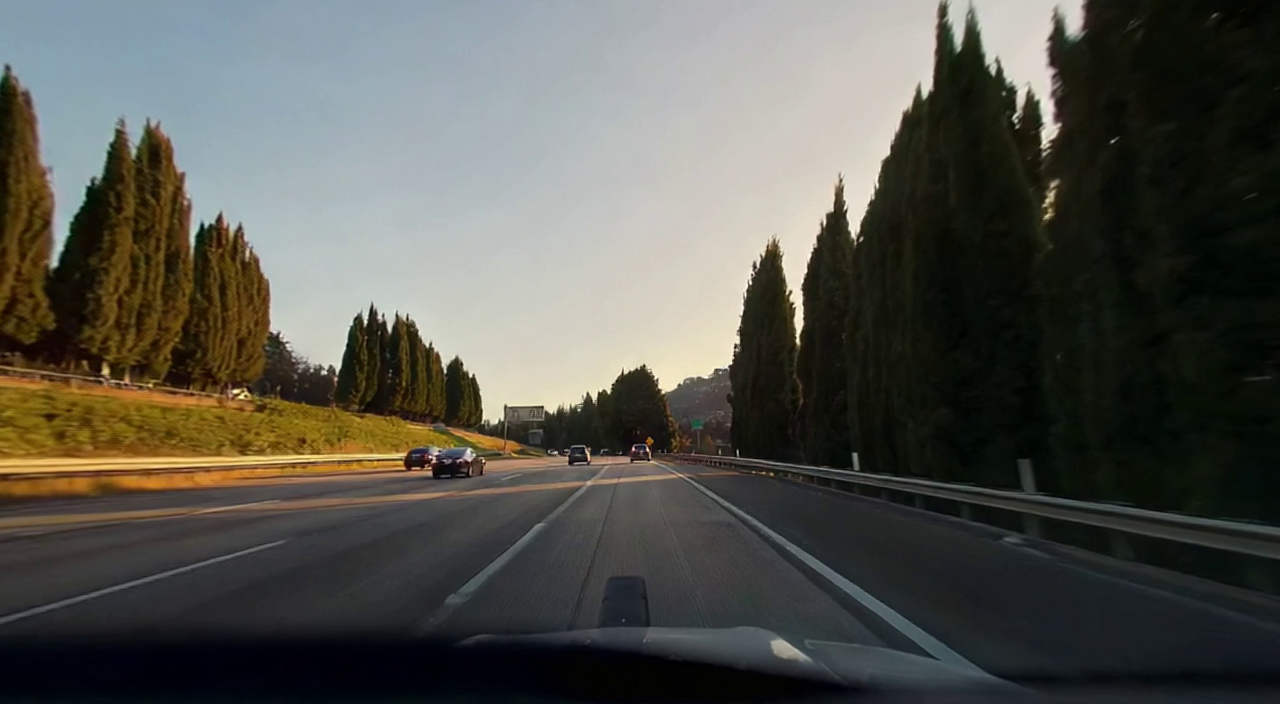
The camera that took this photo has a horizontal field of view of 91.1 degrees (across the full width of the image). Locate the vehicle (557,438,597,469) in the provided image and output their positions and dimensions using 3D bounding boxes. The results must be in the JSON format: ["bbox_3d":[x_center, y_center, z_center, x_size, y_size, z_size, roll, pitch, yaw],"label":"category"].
[{"bbox_3d":[-3.946,6.464,40.105,2.138,1.833,4.622,0,-8,-1],"label":"vehicle"}]

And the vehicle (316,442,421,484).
[{"bbox_3d":[-11.092,4.537,26.149,2.100,1.537,5.092,0,-8,0],"label":"vehicle"}]

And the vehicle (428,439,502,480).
[{"bbox_3d":[-7.579,4.686,27.718,2.015,1.651,4.432,0,-8,0],"label":"vehicle"}]
